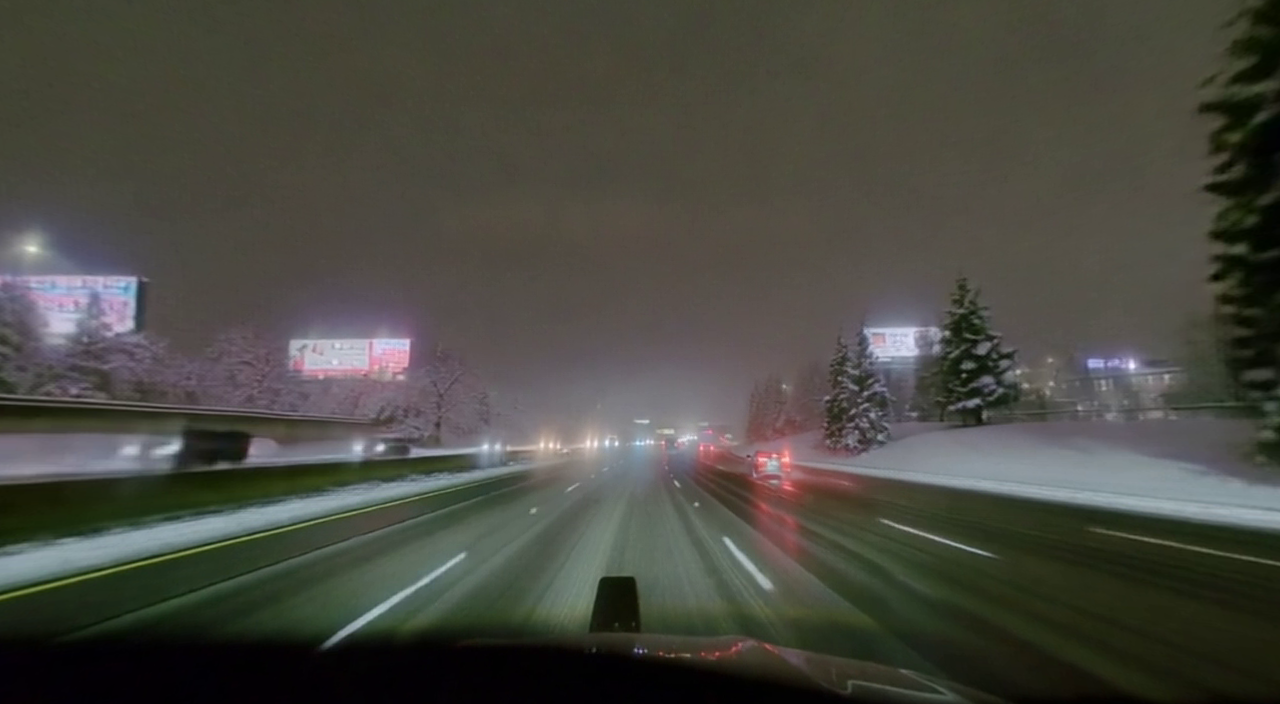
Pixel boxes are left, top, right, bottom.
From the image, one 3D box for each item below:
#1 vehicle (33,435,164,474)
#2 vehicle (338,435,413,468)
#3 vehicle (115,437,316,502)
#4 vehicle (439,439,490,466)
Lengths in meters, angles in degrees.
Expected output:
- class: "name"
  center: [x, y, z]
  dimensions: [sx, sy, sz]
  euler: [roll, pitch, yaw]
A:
- class: "vehicle"
  center: [-22.716, 4.303, 26.739]
  dimensions: [1.869, 1.518, 4.116]
  euler: [0, -8, 0]
- class: "vehicle"
  center: [-15.175, 5.725, 36.568]
  dimensions: [2.039, 1.789, 5.005]
  euler: [0, -8, 1]
- class: "vehicle"
  center: [-11.011, 3.047, 16.948]
  dimensions: [1.958, 1.477, 4.713]
  euler: [0, -8, 3]
- class: "vehicle"
  center: [-11.470, 6.572, 41.568]
  dimensions: [1.908, 1.673, 4.368]
  euler: [0, -8, 2]
